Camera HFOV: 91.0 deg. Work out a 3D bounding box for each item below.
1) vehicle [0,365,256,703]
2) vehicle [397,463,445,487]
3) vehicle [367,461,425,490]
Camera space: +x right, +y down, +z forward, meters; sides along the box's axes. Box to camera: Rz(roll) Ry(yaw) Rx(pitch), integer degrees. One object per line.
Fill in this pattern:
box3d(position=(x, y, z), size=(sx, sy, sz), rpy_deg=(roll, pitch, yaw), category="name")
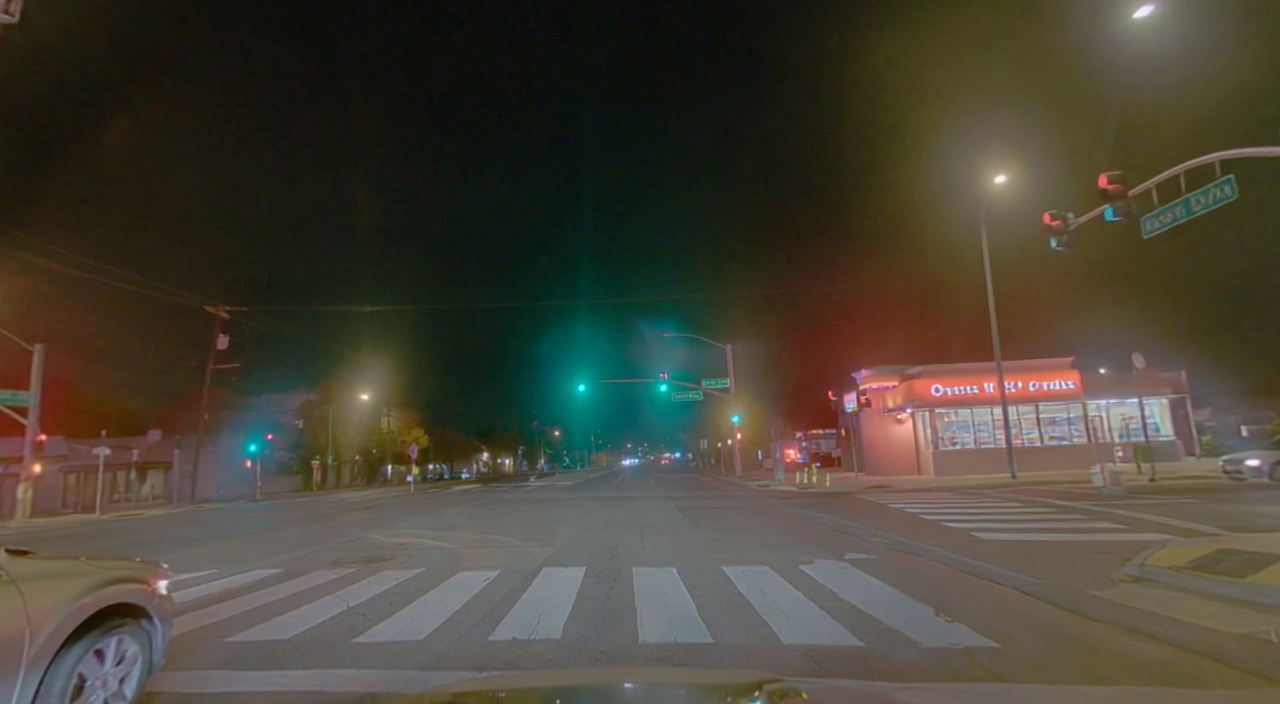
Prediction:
box3d(position=(-3.415, 0.743, 1.414), size=(2.081, 1.644, 4.523), rpy_deg=(0, -9, 3), category="vehicle")
box3d(position=(-15.730, 8.831, 45.414), size=(1.931, 1.471, 4.152), rpy_deg=(0, -9, 0), category="vehicle")
box3d(position=(-19.192, 9.713, 49.810), size=(2.227, 2.033, 5.614), rpy_deg=(0, -9, 2), category="vehicle")
